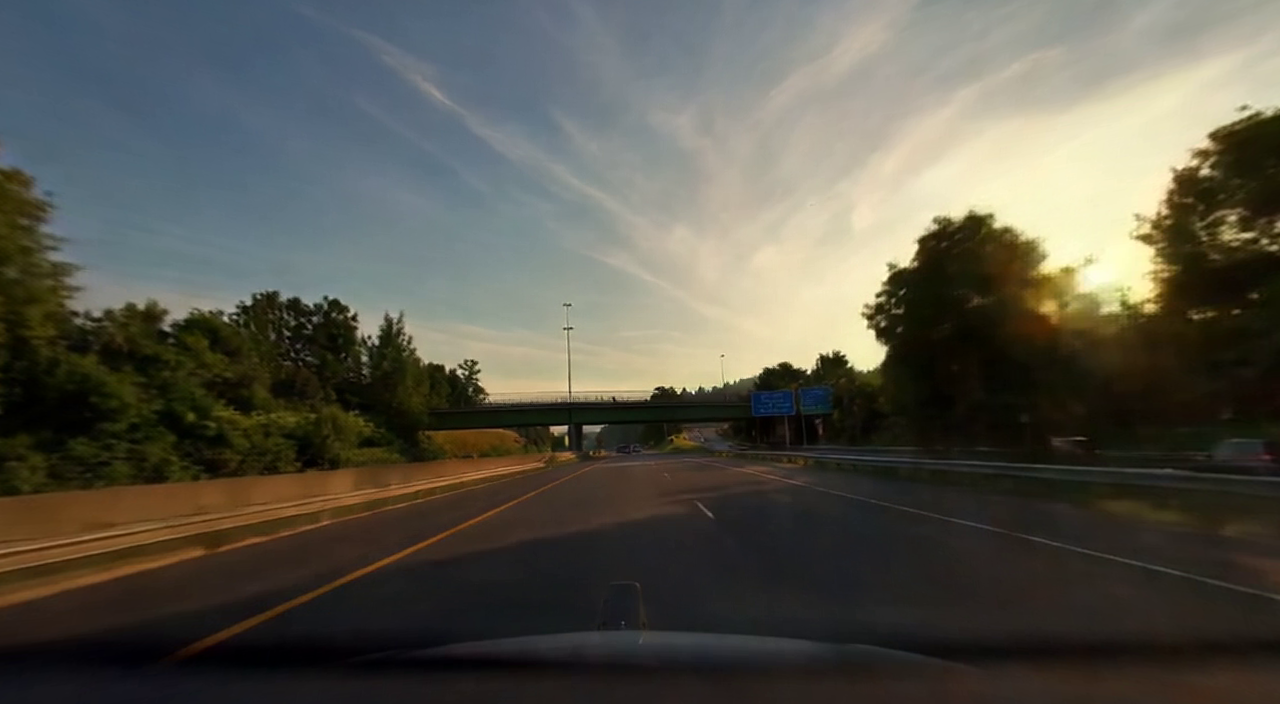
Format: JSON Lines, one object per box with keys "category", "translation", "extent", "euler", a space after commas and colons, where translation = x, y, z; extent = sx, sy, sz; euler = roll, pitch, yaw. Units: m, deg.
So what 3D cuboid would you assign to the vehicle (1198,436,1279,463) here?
{"category": "vehicle", "translation": [41.007, 6.641, 42.942], "extent": [3.974, 1.586, 1.828], "euler": [-3, -6, 11]}
